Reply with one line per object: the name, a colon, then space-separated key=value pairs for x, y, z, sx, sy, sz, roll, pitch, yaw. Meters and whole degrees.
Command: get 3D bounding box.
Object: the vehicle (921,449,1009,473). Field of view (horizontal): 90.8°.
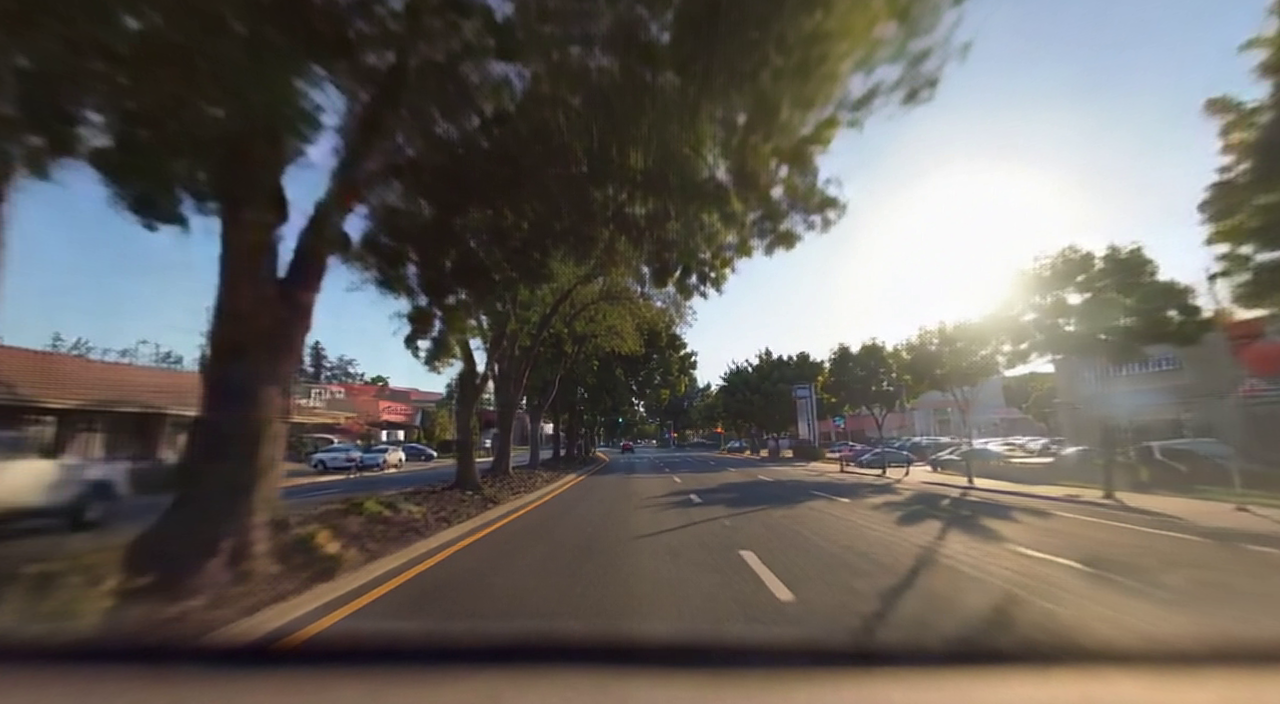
vehicle: x=20.705 y=6.940 z=40.374 sx=4.500 sy=1.456 sz=1.962 roll=-1 pitch=-8 yaw=2
